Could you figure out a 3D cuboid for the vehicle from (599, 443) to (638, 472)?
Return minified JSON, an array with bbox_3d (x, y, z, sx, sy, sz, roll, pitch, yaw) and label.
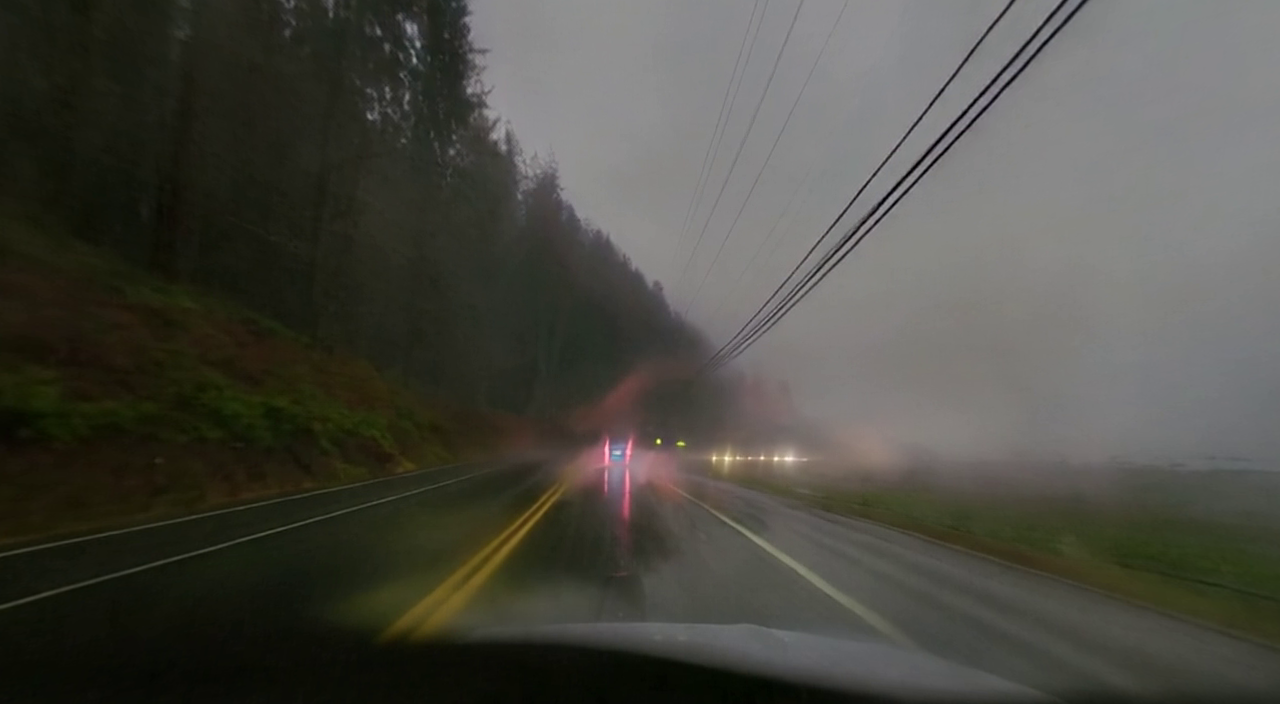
[{"bbox_3d":[-1.226,5.889,35.547,2.059,1.524,3.963,0,-9,-3],"label":"vehicle"}]
